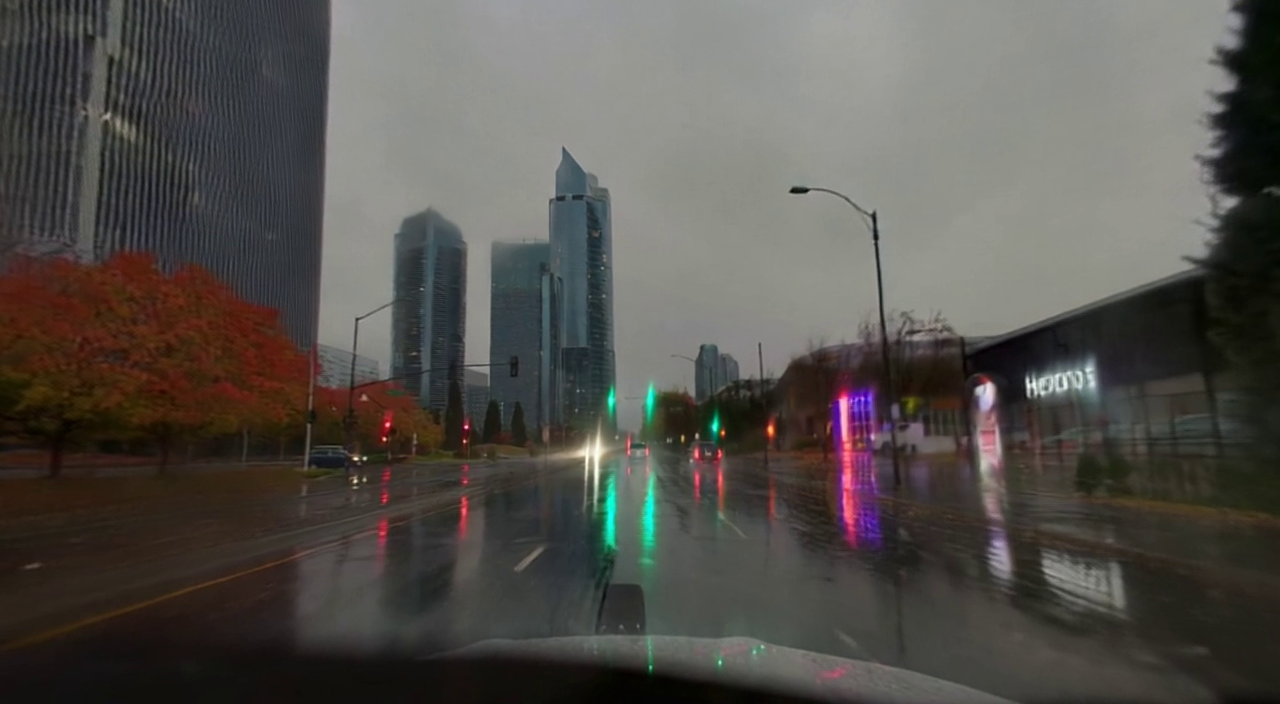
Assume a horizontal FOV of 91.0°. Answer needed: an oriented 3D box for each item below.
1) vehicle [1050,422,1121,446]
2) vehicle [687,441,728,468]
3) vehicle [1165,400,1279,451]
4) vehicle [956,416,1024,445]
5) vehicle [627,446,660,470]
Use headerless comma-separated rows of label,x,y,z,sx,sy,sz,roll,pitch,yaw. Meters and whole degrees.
vehicle,30.447,5.637,43.165,1.729,1.507,4.279,-1,-9,1
vehicle,4.566,7.036,43.395,2.174,1.749,4.739,1,-9,-2
vehicle,48.379,5.733,49.296,11.341,3.555,3.053,-2,-10,1
vehicle,23.440,5.352,42.431,1.887,1.635,4.695,1,-10,0
vehicle,0.202,7.099,42.233,2.014,1.525,4.197,1,-9,-2
